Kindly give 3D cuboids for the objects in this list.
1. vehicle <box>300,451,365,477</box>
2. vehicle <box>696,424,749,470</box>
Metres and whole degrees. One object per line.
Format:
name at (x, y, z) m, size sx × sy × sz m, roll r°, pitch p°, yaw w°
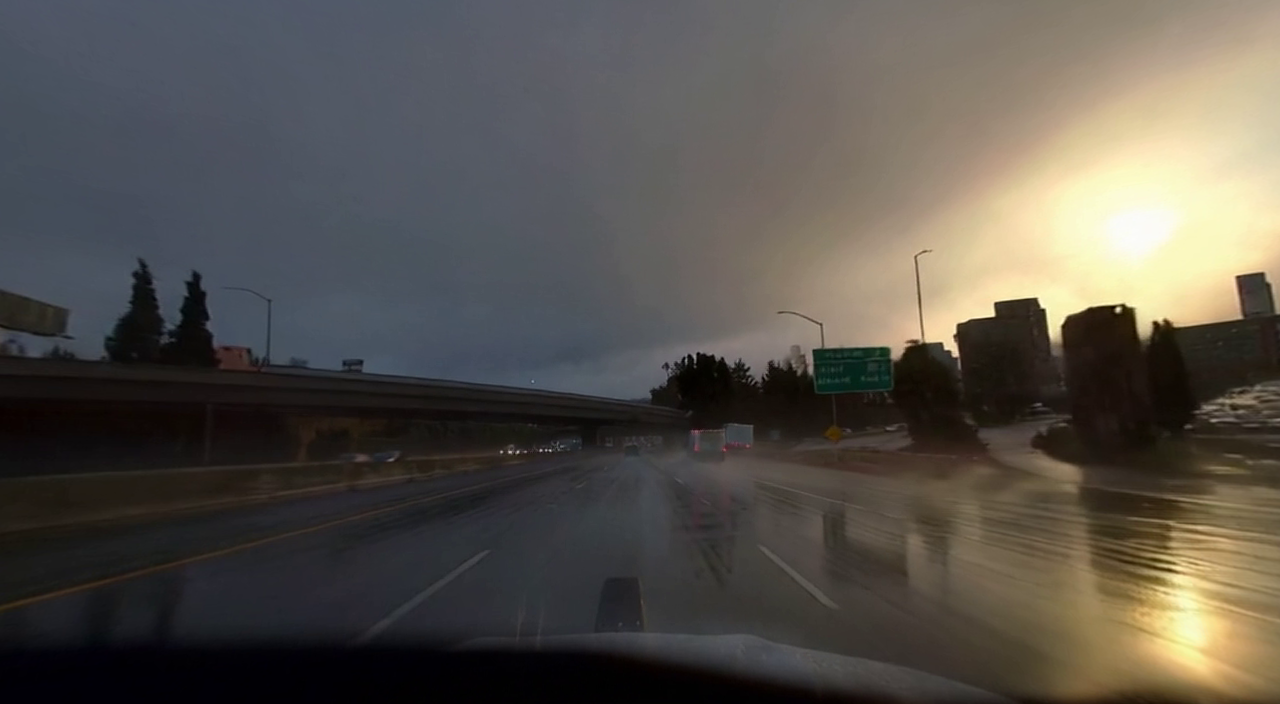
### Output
vehicle at (-19.447, 7.084, 40.169) m, size 1.960 × 1.504 × 4.199 m, roll 0°, pitch -9°, yaw 0°
vehicle at (5.034, 5.968, 39.591) m, size 2.576 × 2.670 × 5.494 m, roll 0°, pitch -9°, yaw 0°
